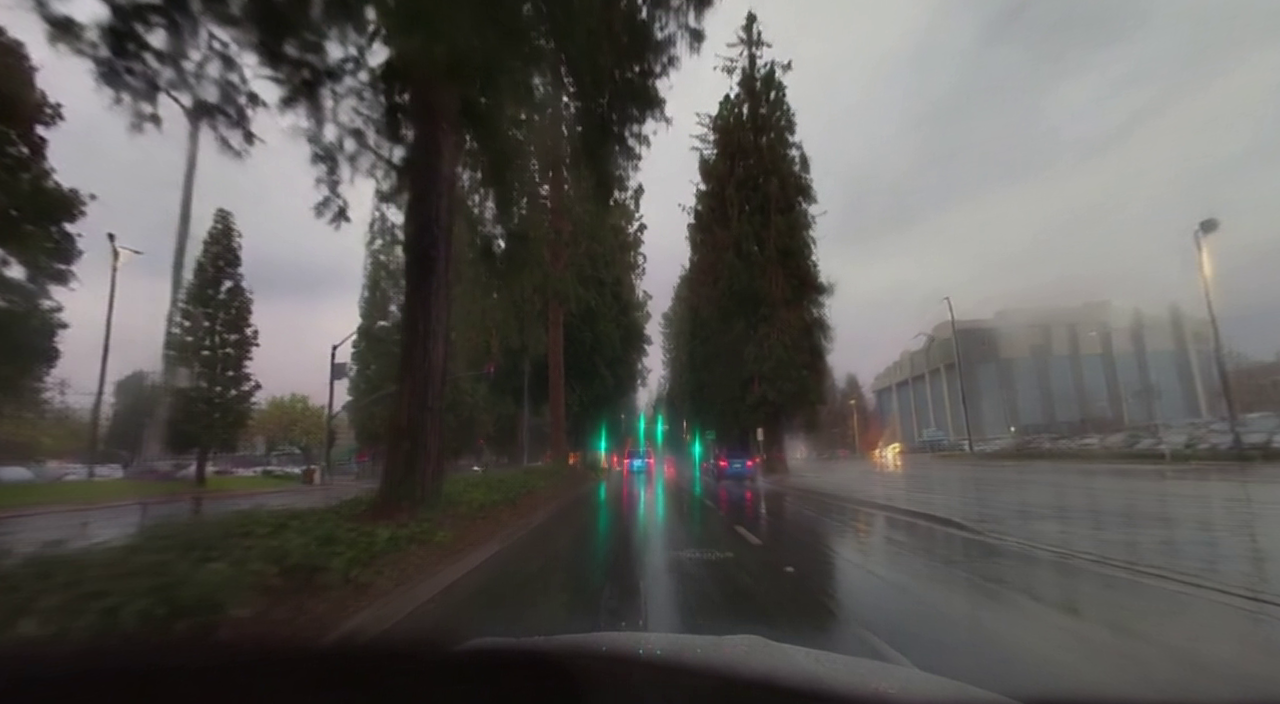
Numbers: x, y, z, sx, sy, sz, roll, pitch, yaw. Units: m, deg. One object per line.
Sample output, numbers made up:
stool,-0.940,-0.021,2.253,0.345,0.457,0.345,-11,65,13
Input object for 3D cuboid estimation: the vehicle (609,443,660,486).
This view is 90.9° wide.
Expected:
vehicle,-0.189,4.783,27.174,2.022,1.700,4.084,0,-9,0

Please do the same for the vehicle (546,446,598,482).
vehicle,-3.484,5.811,32.986,2.047,1.710,4.314,0,-9,2

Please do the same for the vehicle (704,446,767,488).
vehicle,3.749,4.577,25.484,1.847,1.554,4.052,0,-9,-1

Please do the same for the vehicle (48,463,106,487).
vehicle,-37.986,8.268,42.649,1.752,1.396,4.340,5,-10,-26
